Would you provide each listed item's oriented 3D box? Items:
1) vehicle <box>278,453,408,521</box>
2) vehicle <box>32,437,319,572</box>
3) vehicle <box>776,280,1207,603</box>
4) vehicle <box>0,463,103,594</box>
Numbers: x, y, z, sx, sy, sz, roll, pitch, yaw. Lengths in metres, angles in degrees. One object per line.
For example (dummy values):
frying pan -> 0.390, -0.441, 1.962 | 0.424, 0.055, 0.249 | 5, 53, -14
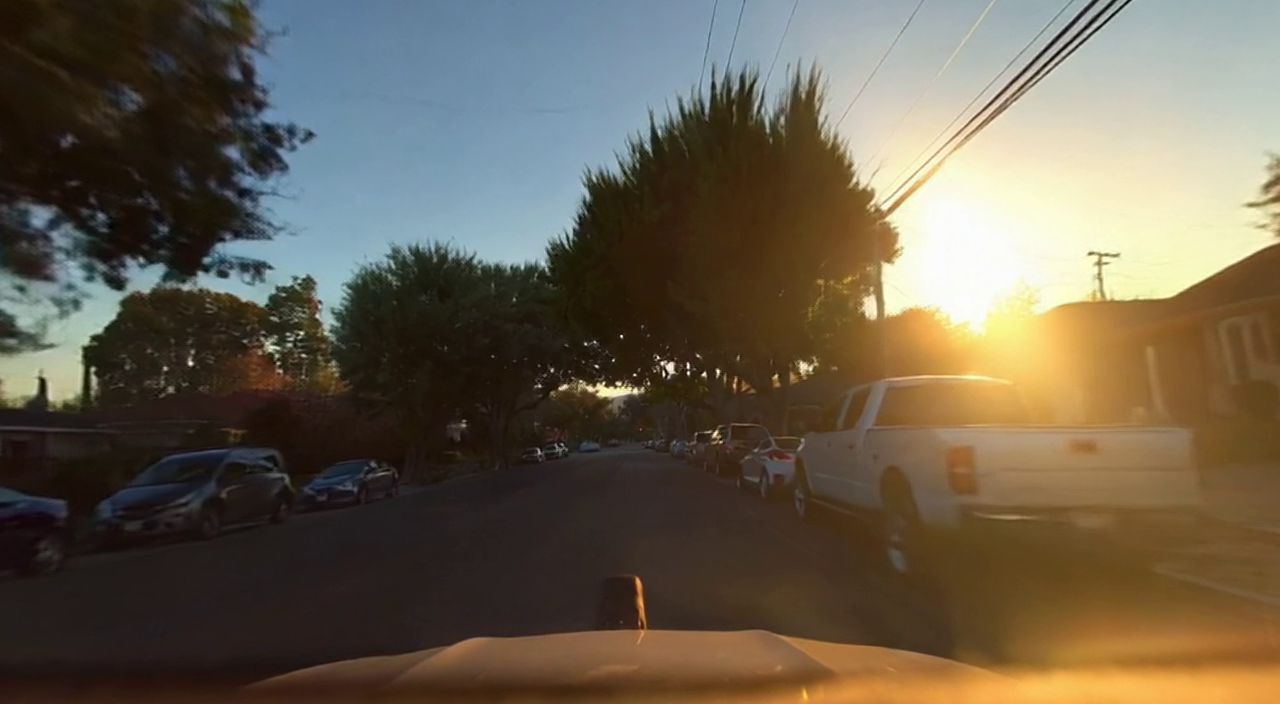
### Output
vehicle -> -8.438, 3.815, 18.397 | 1.839, 1.384, 4.124 | -7, -7, -2
vehicle -> -8.514, 2.709, 12.295 | 2.163, 1.841, 4.679 | -6, -7, -2
vehicle -> 3.065, 0.920, 6.739 | 2.233, 2.453, 3.787 | 0, -8, -2
vehicle -> -8.385, 2.060, 6.817 | 1.821, 1.476, 4.060 | -3, -8, -4
